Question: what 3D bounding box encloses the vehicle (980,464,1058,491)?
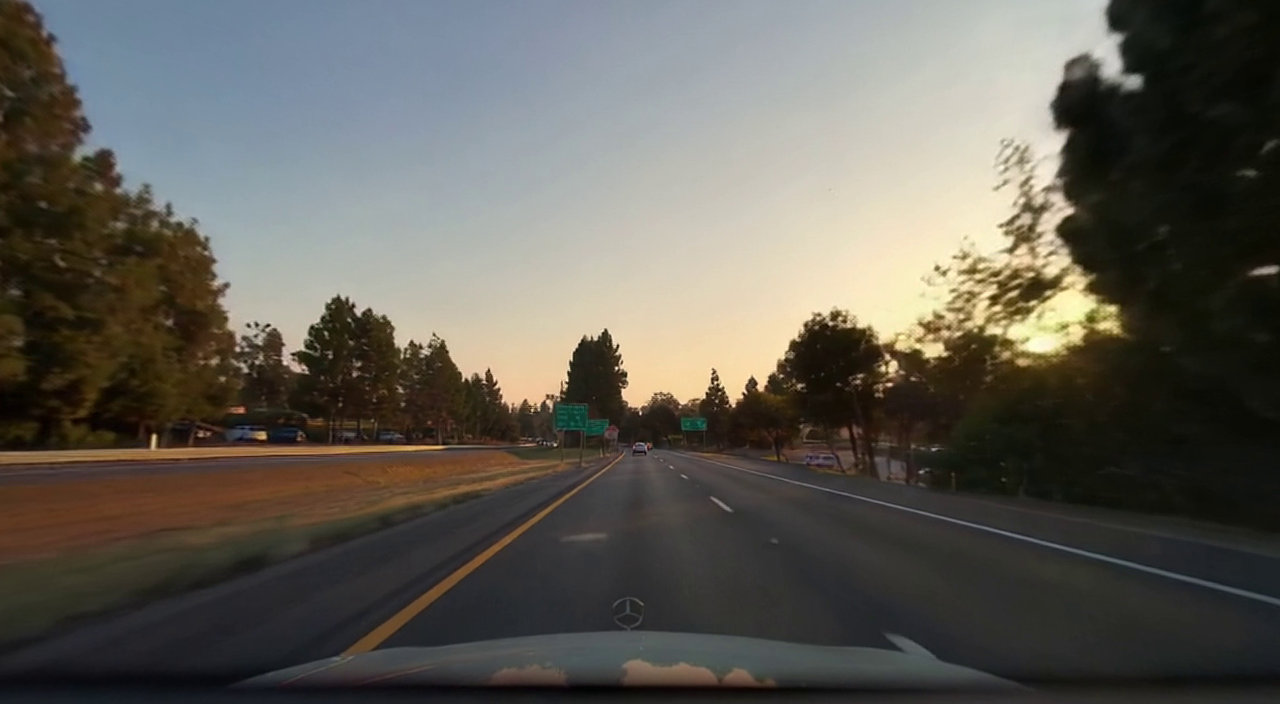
[{"bbox_3d":[29.078,9.572,48.431,4.895,1.819,2.060,-5,-10,31],"label":"vehicle"}]
